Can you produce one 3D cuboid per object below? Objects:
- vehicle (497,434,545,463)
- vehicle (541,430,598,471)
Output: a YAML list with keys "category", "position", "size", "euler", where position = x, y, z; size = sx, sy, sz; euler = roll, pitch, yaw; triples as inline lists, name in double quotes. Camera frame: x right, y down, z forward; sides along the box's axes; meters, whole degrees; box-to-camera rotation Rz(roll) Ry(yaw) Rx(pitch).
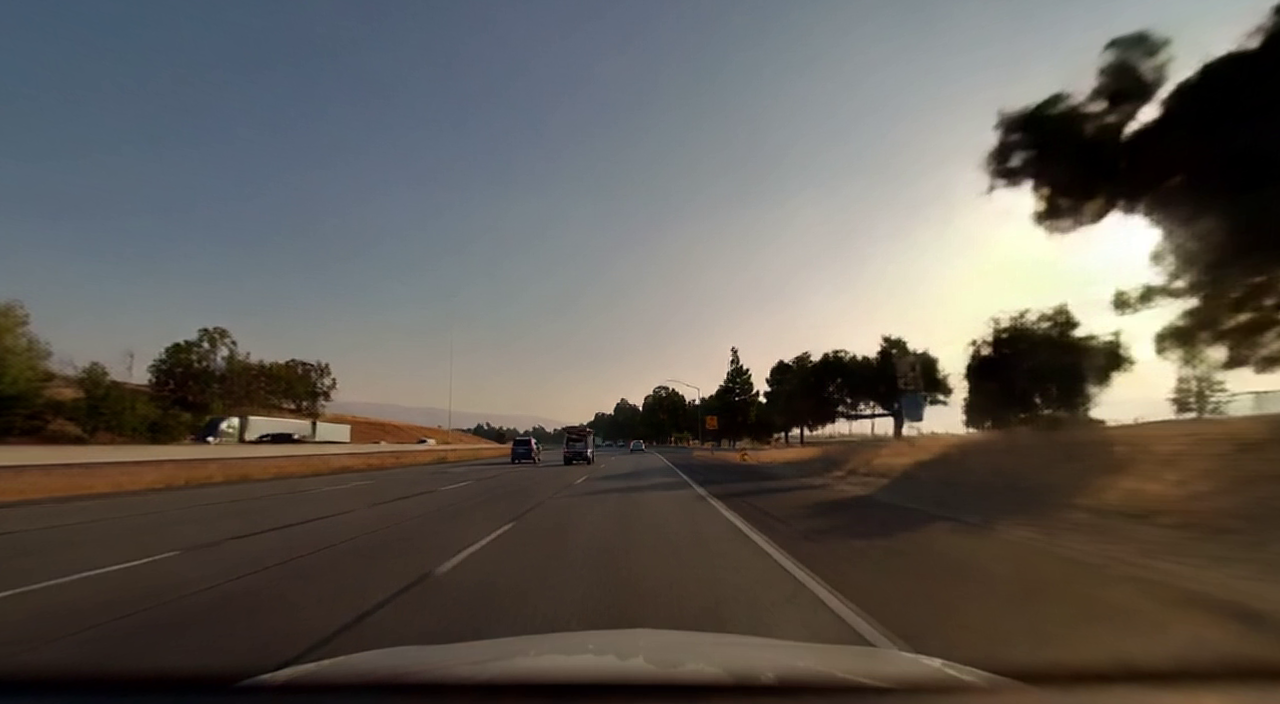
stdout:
- category: "vehicle"
  position: [-7.518, 6.157, 40.115]
  size: [2.078, 1.729, 4.722]
  euler: [0, -8, 0]
- category: "vehicle"
  position: [-3.215, 4.597, 29.311]
  size: [2.194, 1.766, 3.720]
  euler: [0, -8, 0]
